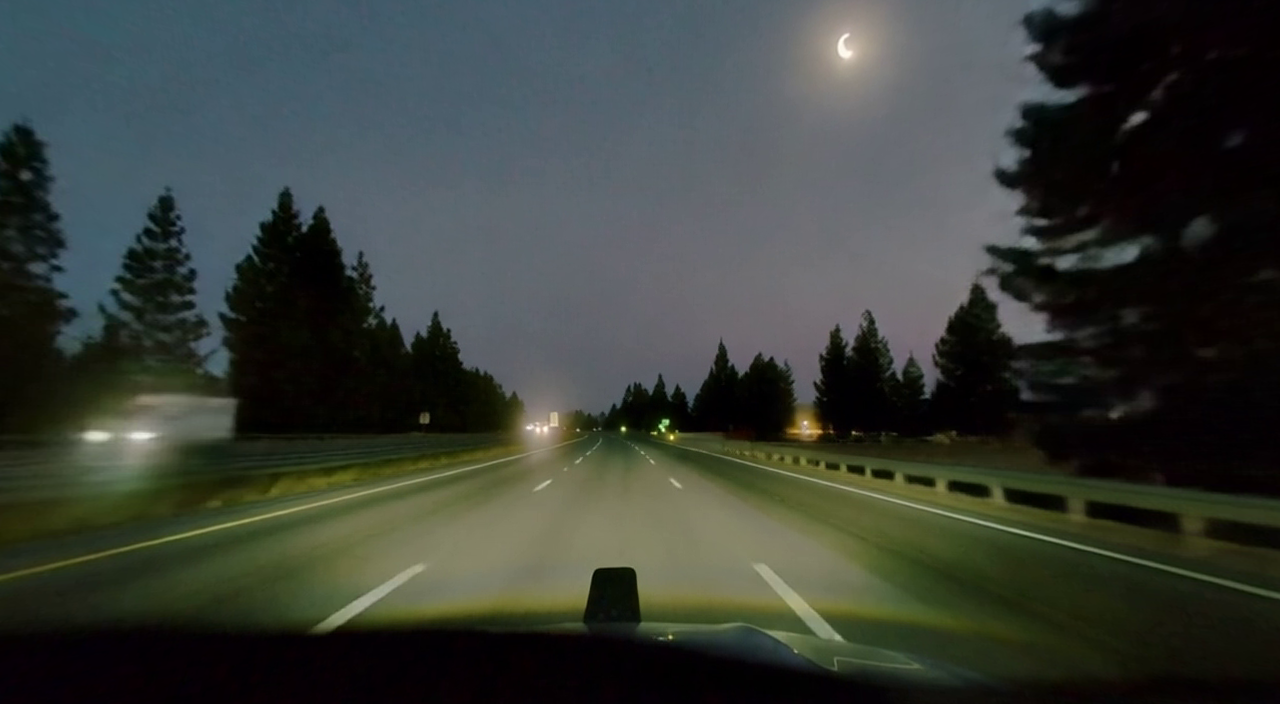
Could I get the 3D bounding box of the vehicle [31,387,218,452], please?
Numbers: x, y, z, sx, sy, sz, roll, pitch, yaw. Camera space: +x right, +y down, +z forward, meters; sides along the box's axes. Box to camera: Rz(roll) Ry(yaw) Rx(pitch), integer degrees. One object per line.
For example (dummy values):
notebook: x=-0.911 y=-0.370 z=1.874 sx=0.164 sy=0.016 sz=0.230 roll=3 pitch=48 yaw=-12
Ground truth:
vehicle: x=-17.224 y=2.367 z=21.502 sx=2.351 sy=1.938 sz=4.858 roll=0 pitch=-8 yaw=-2
